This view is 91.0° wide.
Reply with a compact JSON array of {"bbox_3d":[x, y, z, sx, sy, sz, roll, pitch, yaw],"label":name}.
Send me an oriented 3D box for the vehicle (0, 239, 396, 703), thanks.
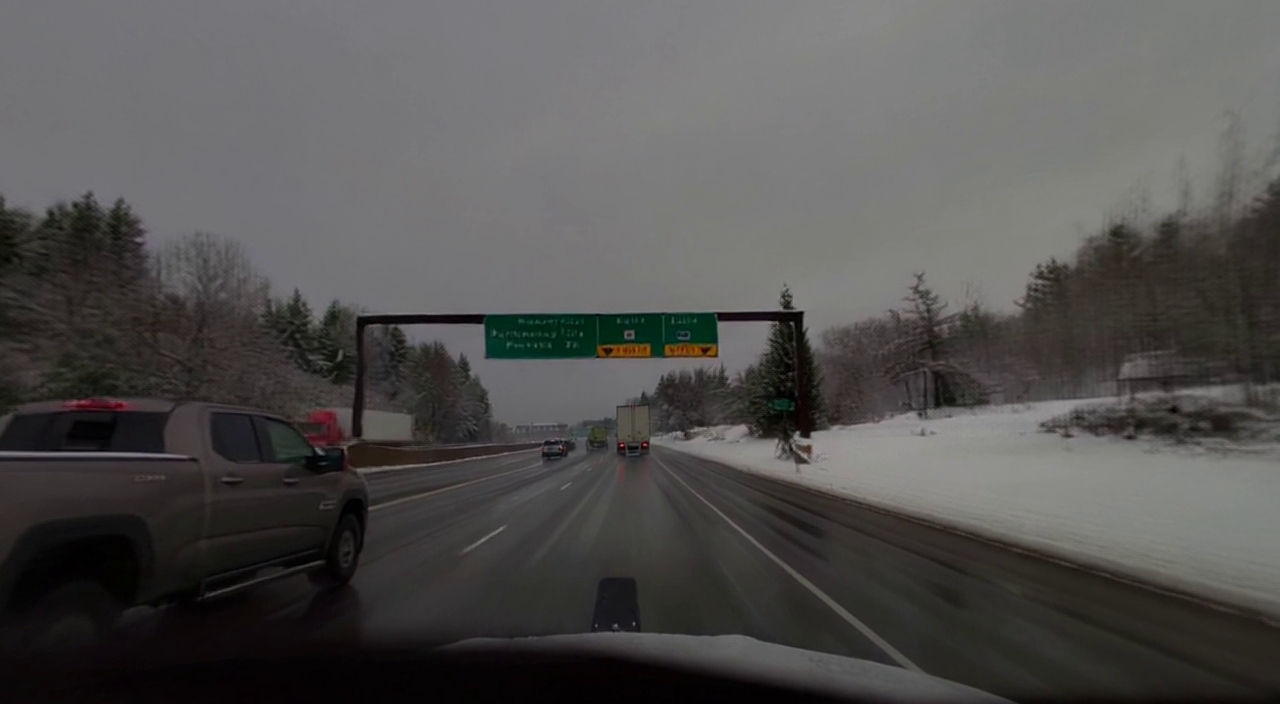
[{"bbox_3d":[-3.493,0.815,3.725,2.223,2.045,4.798,0,-8,-1],"label":"vehicle"}]
